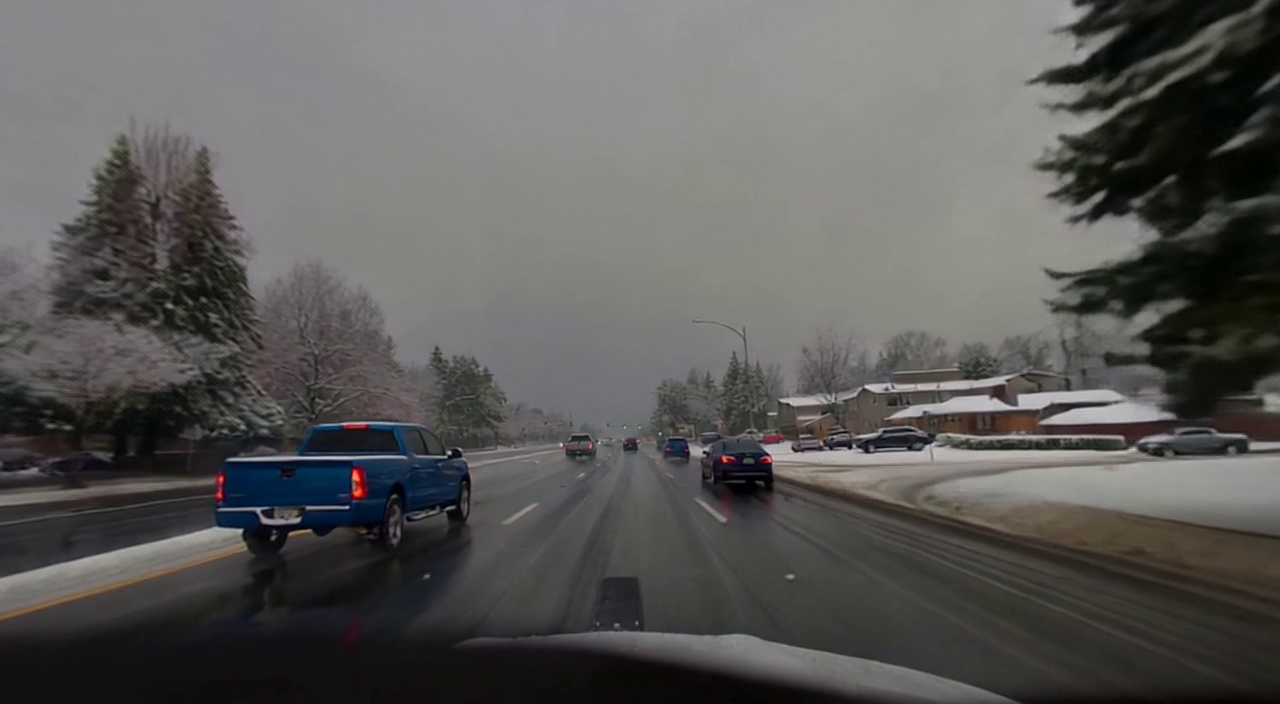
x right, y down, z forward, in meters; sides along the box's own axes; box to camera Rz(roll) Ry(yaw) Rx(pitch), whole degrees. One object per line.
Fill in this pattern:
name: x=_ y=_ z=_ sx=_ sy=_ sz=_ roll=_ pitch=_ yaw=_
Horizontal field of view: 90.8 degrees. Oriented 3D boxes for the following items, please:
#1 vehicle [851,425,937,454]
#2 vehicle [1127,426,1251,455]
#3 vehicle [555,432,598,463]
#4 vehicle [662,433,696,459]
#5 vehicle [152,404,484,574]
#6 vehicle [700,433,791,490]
vehicle: x=16.961 y=5.858 z=42.374 sx=1.991 sy=1.806 sz=4.902 roll=6 pitch=-10 yaw=-39
vehicle: x=29.194 y=4.707 z=33.708 sx=4.779 sy=1.462 sz=1.929 roll=-1 pitch=-8 yaw=0
vehicle: x=-3.970 y=6.050 z=40.163 sx=2.218 sy=1.829 sz=4.492 roll=-1 pitch=-8 yaw=1
vehicle: x=2.954 y=7.216 z=48.705 sx=2.099 sy=1.845 sz=4.363 roll=0 pitch=-8 yaw=-2
vehicle: x=-4.032 y=1.785 z=9.307 sx=2.111 sy=1.745 sz=5.274 roll=-1 pitch=-8 yaw=0
vehicle: x=2.980 y=3.176 z=18.805 sx=1.884 sy=1.463 sz=4.195 roll=0 pitch=-8 yaw=-2
